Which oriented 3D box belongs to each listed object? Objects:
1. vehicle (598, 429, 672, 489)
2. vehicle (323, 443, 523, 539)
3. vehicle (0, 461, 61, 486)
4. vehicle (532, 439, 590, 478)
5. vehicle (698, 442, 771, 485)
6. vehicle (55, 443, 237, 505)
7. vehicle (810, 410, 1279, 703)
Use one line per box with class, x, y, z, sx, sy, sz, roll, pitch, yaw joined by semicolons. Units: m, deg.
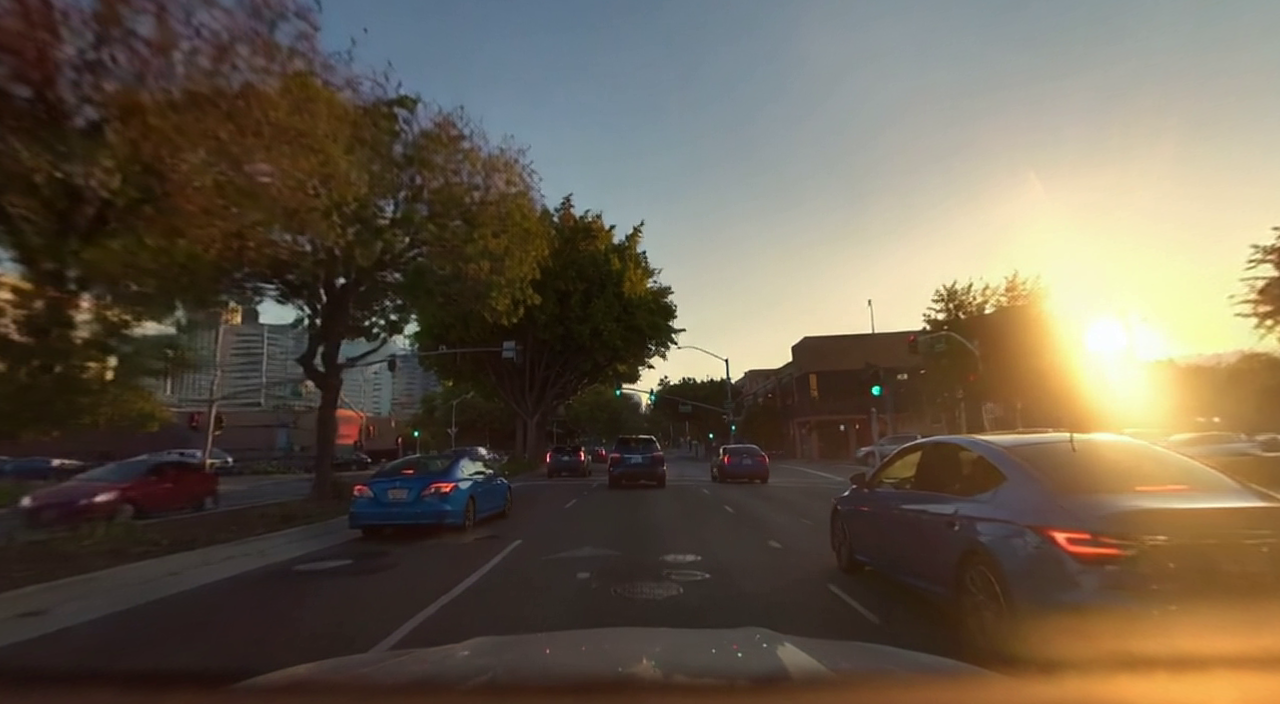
vehicle;-0.163;3.746;22.462;2.361;1.898;4.465;0;-8;0
vehicle;-3.529;2.314;11.173;2.115;1.369;3.908;0;-8;0
vehicle;-40.512;7.909;41.159;4.552;1.492;1.882;-3;-8;19
vehicle;-3.570;4.863;29.099;2.130;1.645;3.995;0;-8;0
vehicle;3.492;4.189;24.151;2.058;1.472;4.317;0;-8;-1
vehicle;-16.189;3.980;21.103;2.205;1.795;4.757;0;-8;0
vehicle;3.003;1.308;4.961;2.052;1.475;4.540;0;-8;0
